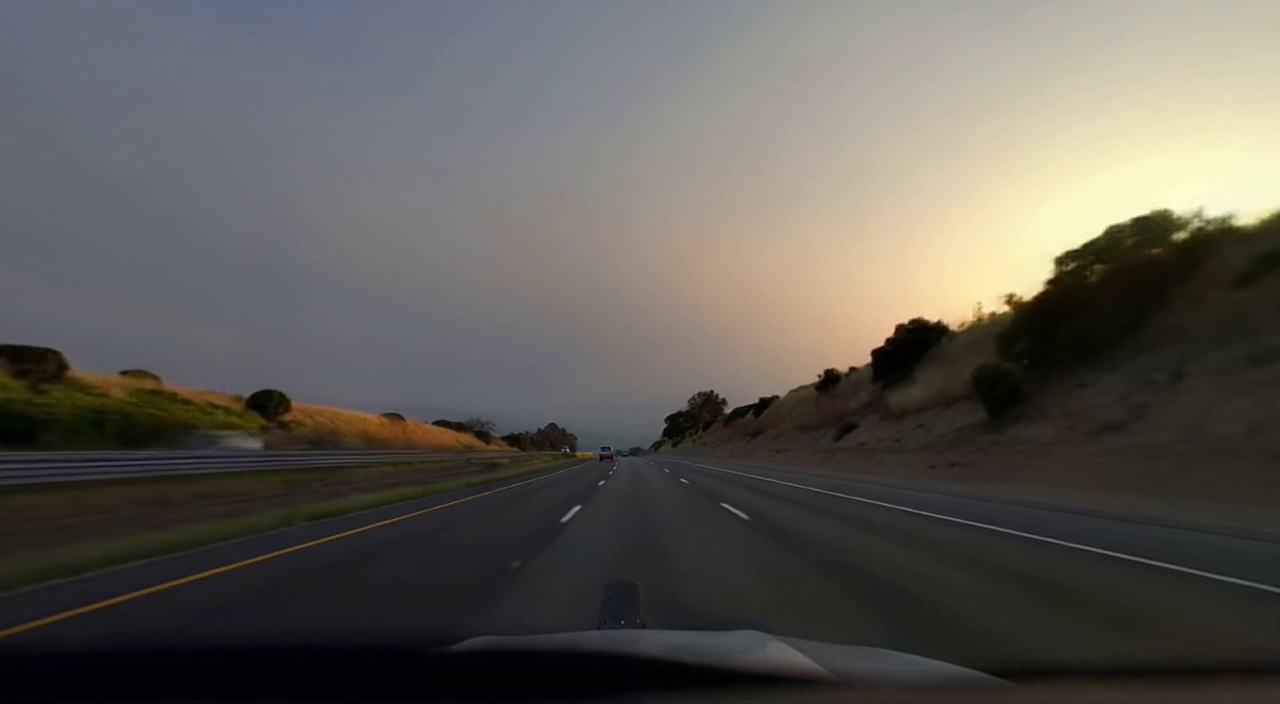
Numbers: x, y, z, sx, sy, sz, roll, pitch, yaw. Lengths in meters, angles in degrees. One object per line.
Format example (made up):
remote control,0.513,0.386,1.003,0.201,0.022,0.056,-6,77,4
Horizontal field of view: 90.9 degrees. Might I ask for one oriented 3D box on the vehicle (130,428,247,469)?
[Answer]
vehicle,-18.220,3.951,25.700,1.809,1.502,4.012,0,-9,-1
